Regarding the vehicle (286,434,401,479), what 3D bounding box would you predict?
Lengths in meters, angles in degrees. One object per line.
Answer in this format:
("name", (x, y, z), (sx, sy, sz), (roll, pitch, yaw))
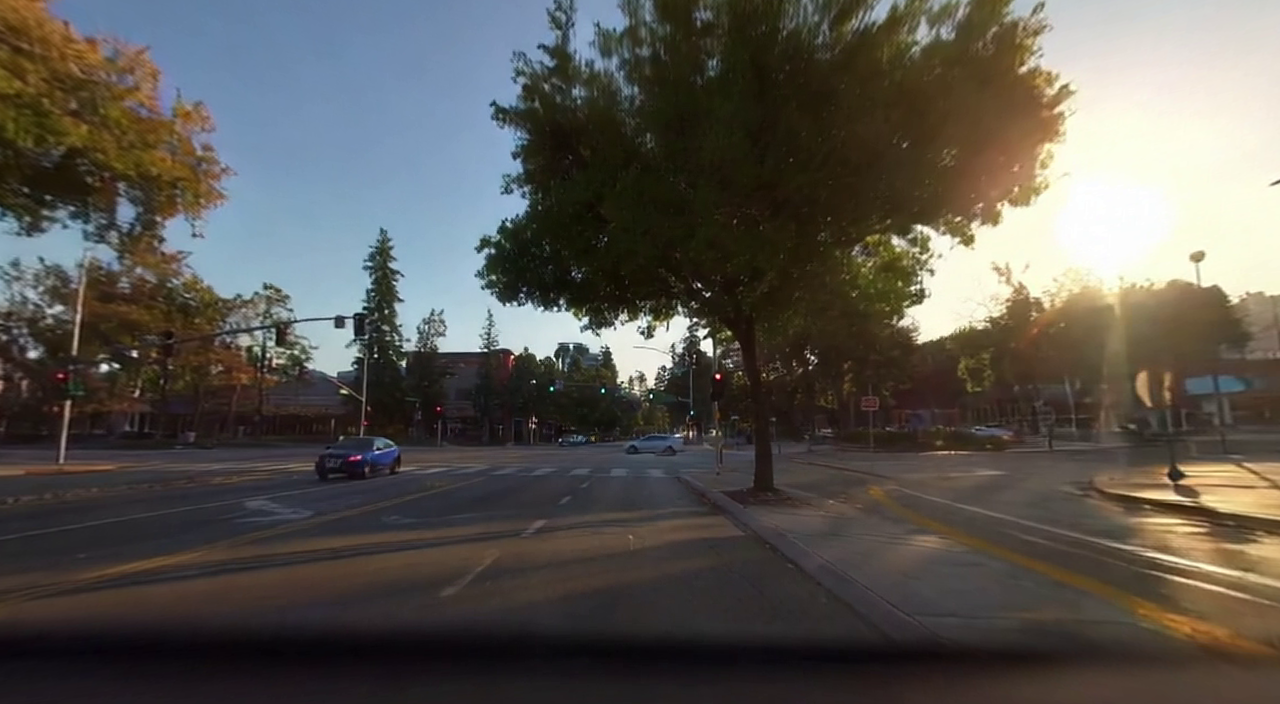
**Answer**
("vehicle", (-10.734, 3.825, 23.230), (1.924, 1.502, 4.727), (0, -9, 0))
